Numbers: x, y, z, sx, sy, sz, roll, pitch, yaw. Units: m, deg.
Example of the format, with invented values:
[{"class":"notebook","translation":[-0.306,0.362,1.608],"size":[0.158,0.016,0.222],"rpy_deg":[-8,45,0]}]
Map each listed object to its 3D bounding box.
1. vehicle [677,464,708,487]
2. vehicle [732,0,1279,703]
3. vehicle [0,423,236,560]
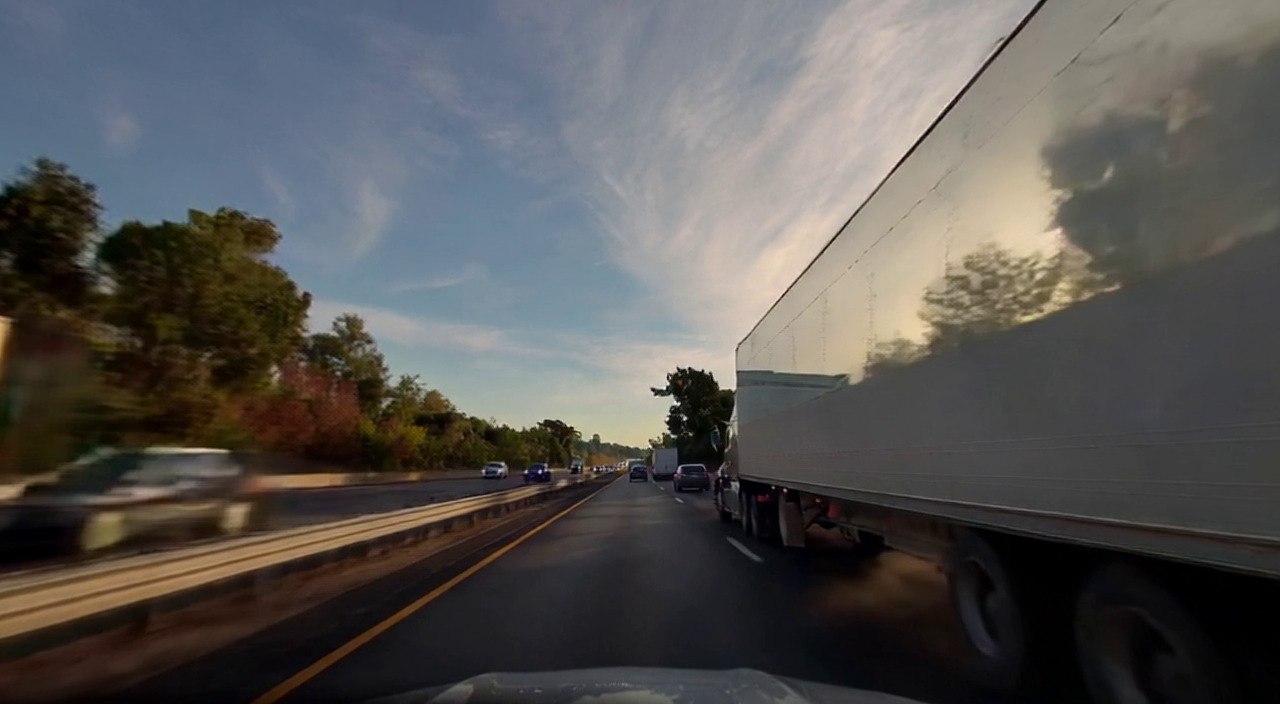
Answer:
[{"class":"vehicle","translation":[4.049,9.576,49.007],"size":[2.018,1.674,4.029],"rpy_deg":[1,-10,-1]},{"class":"vehicle","translation":[3.706,0.834,8.094],"size":[2.863,4.088,14.040],"rpy_deg":[1,-10,0]},{"class":"vehicle","translation":[-9.671,2.207,10.429],"size":[2.556,1.770,5.047],"rpy_deg":[1,-10,0]}]
